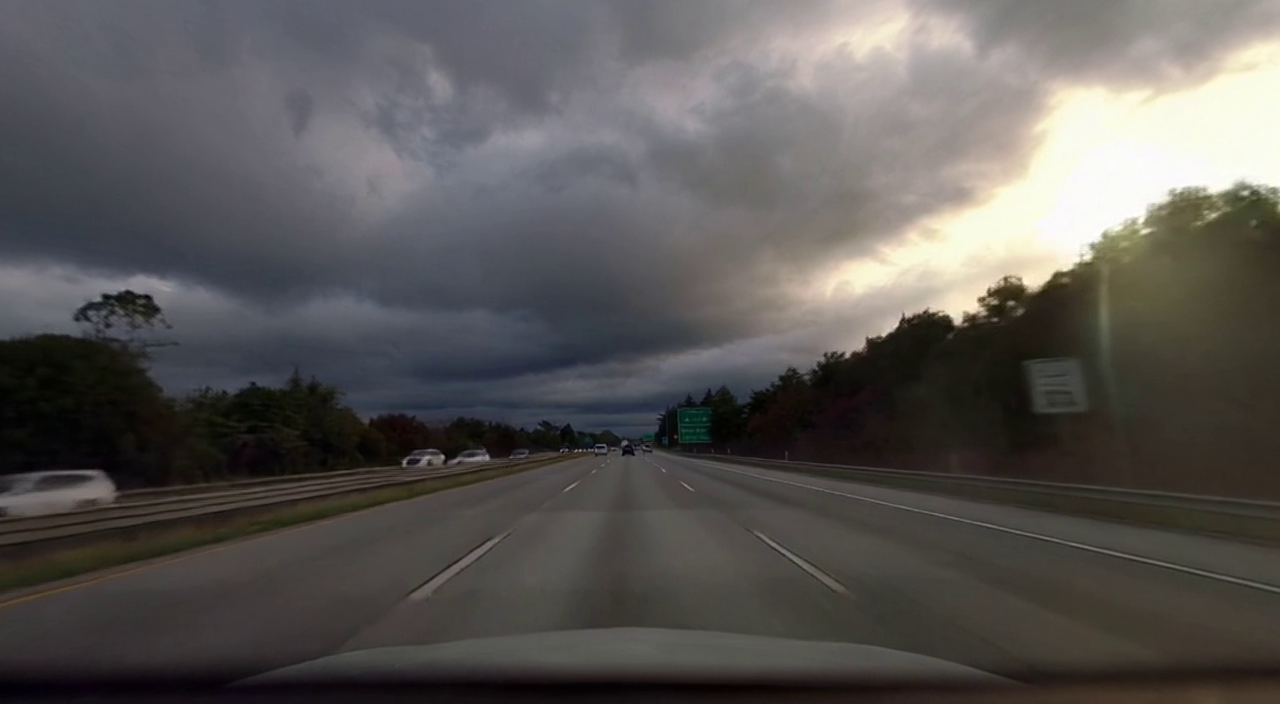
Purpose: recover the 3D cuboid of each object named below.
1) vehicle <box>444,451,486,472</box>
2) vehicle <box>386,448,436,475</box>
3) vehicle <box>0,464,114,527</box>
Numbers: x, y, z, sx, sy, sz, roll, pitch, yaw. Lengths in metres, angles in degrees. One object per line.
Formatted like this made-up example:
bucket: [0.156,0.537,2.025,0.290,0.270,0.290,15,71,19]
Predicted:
vehicle: [-13.754,8.614,49.496,1.944,1.518,4.723,0,-9,-1]
vehicle: [-17.745,8.487,48.866,2.050,1.942,4.972,0,-9,-1]
vehicle: [-17.692,4.044,17.916,1.805,1.548,4.020,0,-9,-1]
